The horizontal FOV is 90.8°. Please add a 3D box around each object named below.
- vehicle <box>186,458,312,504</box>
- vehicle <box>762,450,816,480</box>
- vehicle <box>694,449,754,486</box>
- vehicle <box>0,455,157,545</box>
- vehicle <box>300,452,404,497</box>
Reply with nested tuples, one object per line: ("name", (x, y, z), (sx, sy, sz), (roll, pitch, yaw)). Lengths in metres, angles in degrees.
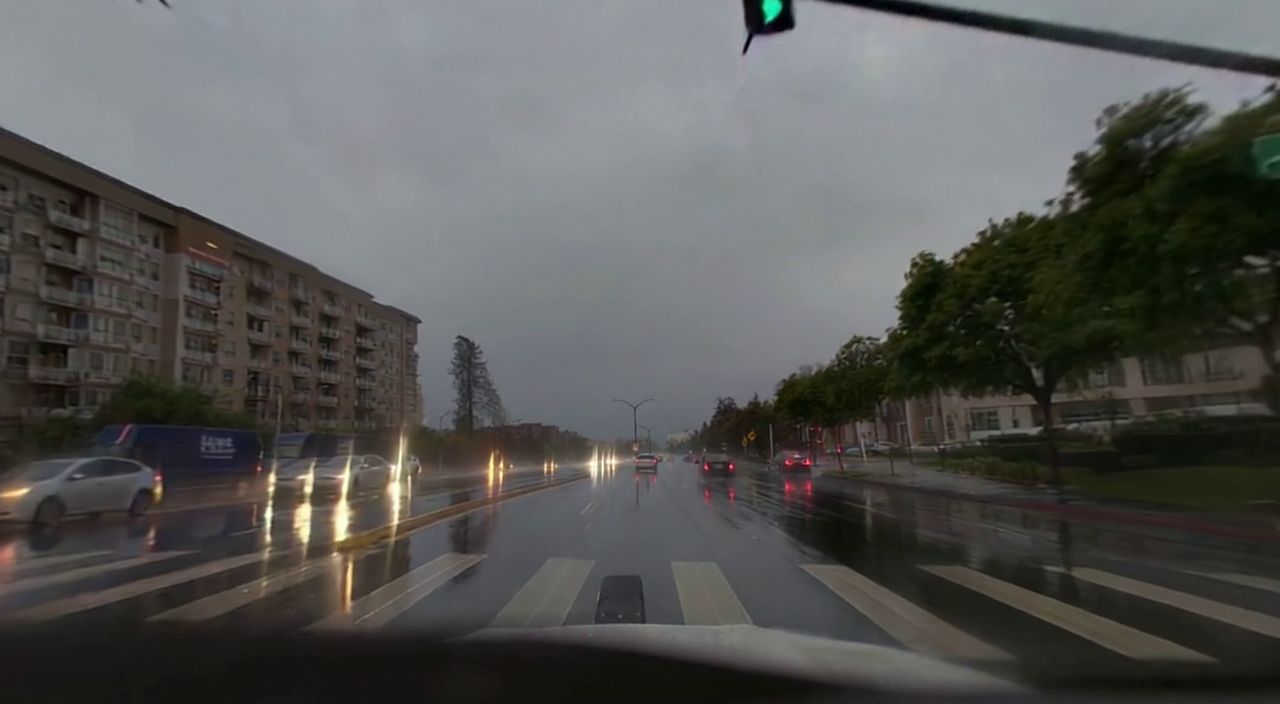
("vehicle", (-14.859, 4.896, 24.349), (1.918, 1.485, 4.412), (-1, -9, 2))
("vehicle", (8.032, 6.108, 34.402), (1.932, 1.439, 4.159), (0, -9, 0))
("vehicle", (3.599, 5.047, 27.949), (2.020, 1.479, 4.650), (0, -9, 0))
("vehicle", (-11.893, 2.741, 12.023), (2.026, 1.478, 4.086), (-1, -9, 3))
("vehicle", (-11.391, 4.838, 25.380), (1.919, 1.602, 4.346), (-1, -9, 3))
